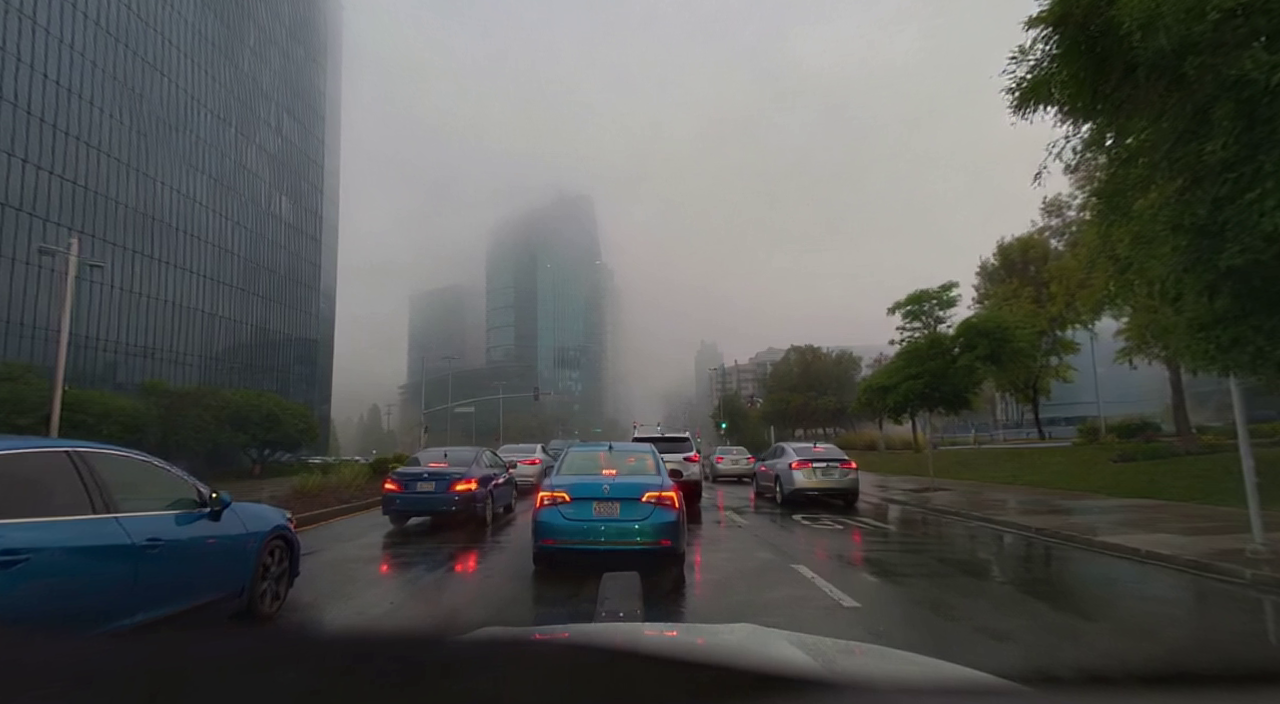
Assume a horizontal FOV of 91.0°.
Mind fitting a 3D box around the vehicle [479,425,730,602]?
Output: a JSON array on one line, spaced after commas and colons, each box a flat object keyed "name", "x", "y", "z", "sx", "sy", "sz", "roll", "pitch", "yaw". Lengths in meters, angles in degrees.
[{"name": "vehicle", "x": -0.254, "y": 1.734, "z": 7.718, "sx": 2.174, "sy": 1.509, "sz": 4.374, "roll": 0, "pitch": -9, "yaw": 2}]

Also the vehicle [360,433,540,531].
[{"name": "vehicle", "x": -3.341, "y": 2.376, "z": 12.159, "sx": 2.044, "sy": 1.508, "sz": 4.479, "roll": 0, "pitch": -9, "yaw": 0}]

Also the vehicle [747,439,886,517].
[{"name": "vehicle", "x": 3.860, "y": 2.819, "z": 14.616, "sx": 1.940, "sy": 1.514, "sz": 4.187, "roll": 0, "pitch": -9, "yaw": -1}]

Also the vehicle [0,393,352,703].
[{"name": "vehicle", "x": -3.549, "y": 1.078, "z": 3.504, "sx": 1.933, "sy": 1.520, "sz": 4.195, "roll": 0, "pitch": -9, "yaw": -1}]
